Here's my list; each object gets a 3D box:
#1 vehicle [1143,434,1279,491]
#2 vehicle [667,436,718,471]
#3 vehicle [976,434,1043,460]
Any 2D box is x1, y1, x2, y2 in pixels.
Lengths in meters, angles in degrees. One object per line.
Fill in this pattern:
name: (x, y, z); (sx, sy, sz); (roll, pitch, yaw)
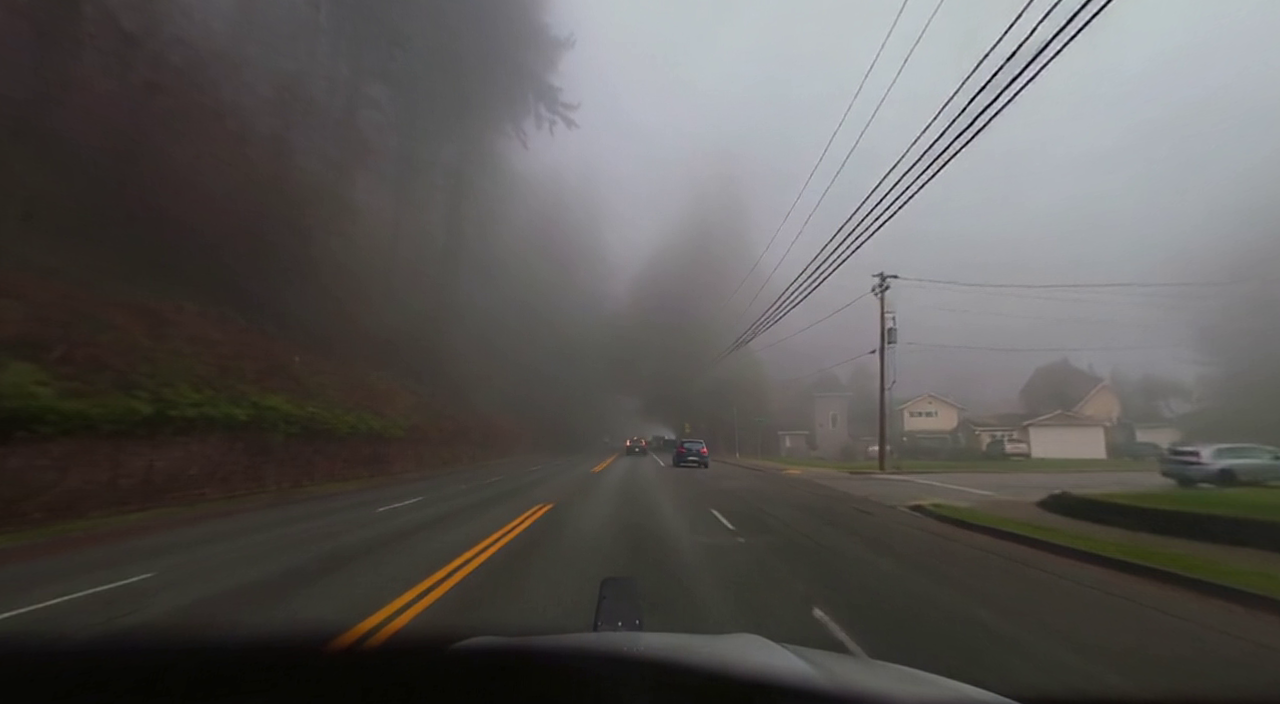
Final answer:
vehicle: (17.060, 3.027, 17.347); (4.672, 1.463, 1.863); (0, -8, 2)
vehicle: (2.313, 4.589, 28.627); (1.975, 1.497, 3.647); (0, -8, -1)
vehicle: (22.299, 5.755, 38.153); (1.851, 1.458, 3.709); (0, -8, 1)
